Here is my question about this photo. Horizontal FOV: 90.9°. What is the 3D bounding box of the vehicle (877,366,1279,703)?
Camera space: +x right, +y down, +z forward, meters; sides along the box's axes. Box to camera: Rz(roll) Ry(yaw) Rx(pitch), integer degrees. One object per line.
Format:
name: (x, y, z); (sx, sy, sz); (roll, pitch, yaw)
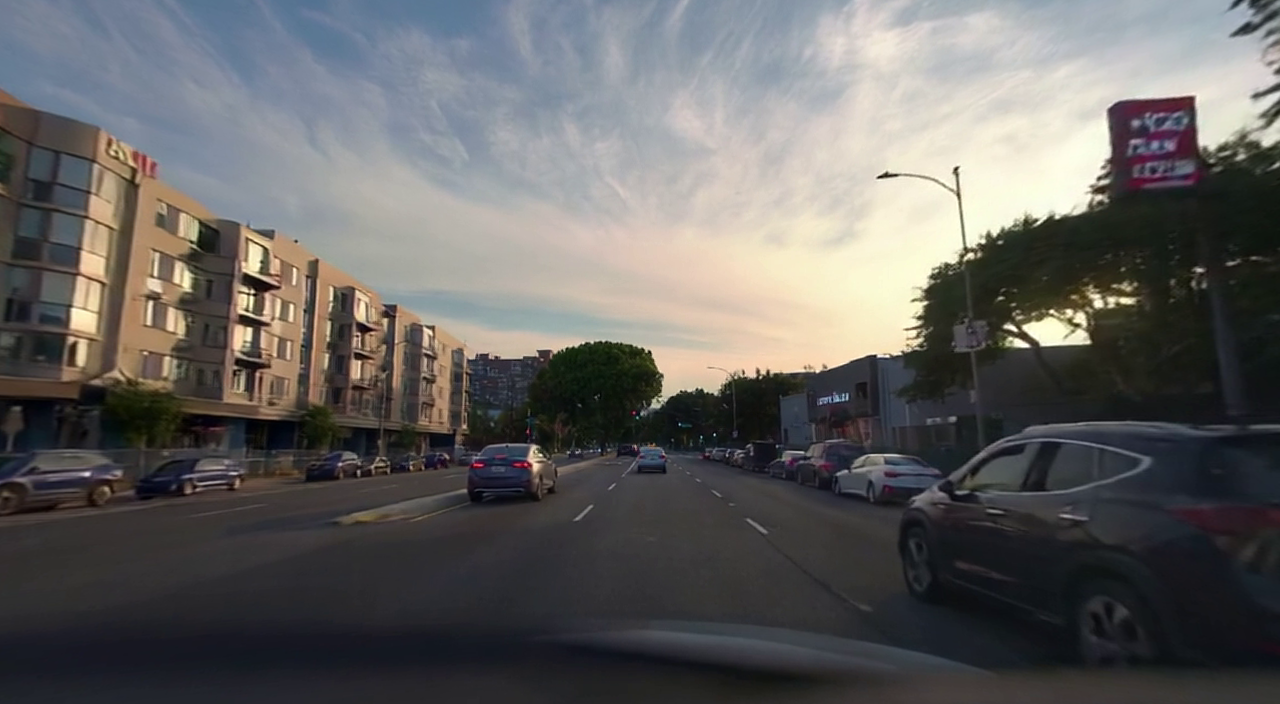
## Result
vehicle: (3.328, 1.143, 4.159); (1.987, 1.637, 3.896); (0, -9, 0)

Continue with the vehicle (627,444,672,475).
vehicle: (0.462, 5.353, 31.627); (2.103, 1.468, 4.094); (0, -9, 1)

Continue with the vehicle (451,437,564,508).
vehicle: (-3.111, 2.914, 15.729); (1.860, 1.510, 4.073); (-1, -9, 1)

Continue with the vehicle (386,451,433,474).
vehicle: (-16.627, 7.969, 45.695); (1.854, 1.466, 4.377); (-2, -8, 0)

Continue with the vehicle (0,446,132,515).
vehicle: (-17.043, 3.483, 17.298); (2.121, 1.678, 4.936); (-2, -8, -1)

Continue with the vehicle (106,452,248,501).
vehicle: (-17.053, 4.549, 23.543); (1.915, 1.497, 4.445); (-2, -8, 1)

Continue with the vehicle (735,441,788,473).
vehicle: (7.312, 6.406, 38.563); (2.207, 1.789, 5.099); (0, -9, 0)

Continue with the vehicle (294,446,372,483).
vehicle: (-16.719, 6.083, 34.583); (2.089, 1.756, 4.486); (-2, -8, -1)
